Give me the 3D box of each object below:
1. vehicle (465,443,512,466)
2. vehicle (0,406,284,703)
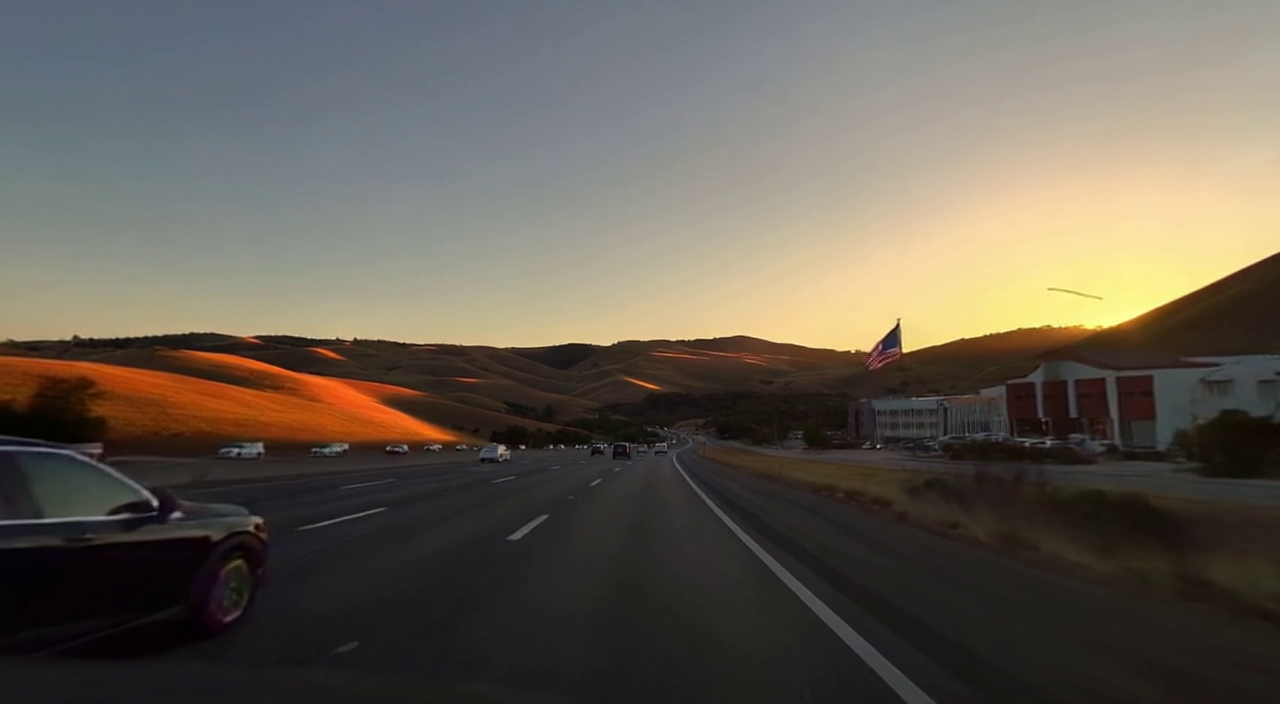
[{"bbox_3d":[-10.183,6.921,42.766,1.927,1.454,4.395,-1,-8,3],"label":"vehicle"},{"bbox_3d":[-3.525,0.949,2.359,1.896,1.491,4.146,0,-8,1],"label":"vehicle"}]
